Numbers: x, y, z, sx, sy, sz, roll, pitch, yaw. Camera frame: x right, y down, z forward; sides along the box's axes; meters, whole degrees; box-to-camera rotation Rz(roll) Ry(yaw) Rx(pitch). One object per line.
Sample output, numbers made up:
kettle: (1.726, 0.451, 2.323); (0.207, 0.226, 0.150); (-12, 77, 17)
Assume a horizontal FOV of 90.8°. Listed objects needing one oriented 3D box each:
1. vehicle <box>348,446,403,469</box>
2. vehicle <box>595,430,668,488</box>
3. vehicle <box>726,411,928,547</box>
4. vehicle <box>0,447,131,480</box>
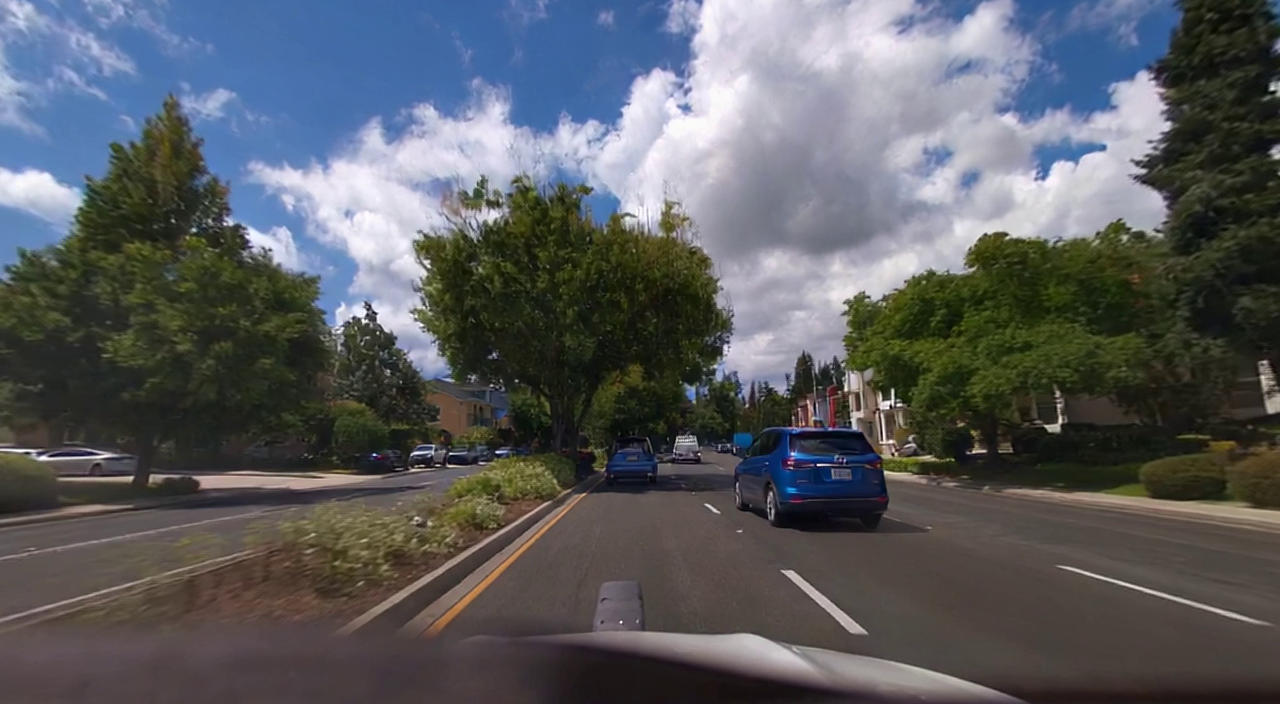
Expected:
vehicle: (-18.522, 7.437, 44.478); (1.954, 1.570, 4.828); (0, -10, -2)
vehicle: (-0.227, 3.819, 22.894); (2.345, 1.841, 5.032); (0, -9, 1)
vehicle: (2.843, 2.062, 10.862); (2.033, 1.823, 4.409); (0, -9, -1)
vehicle: (-32.657, 6.238, 35.543); (5.796, 1.749, 2.493); (0, -9, 0)
